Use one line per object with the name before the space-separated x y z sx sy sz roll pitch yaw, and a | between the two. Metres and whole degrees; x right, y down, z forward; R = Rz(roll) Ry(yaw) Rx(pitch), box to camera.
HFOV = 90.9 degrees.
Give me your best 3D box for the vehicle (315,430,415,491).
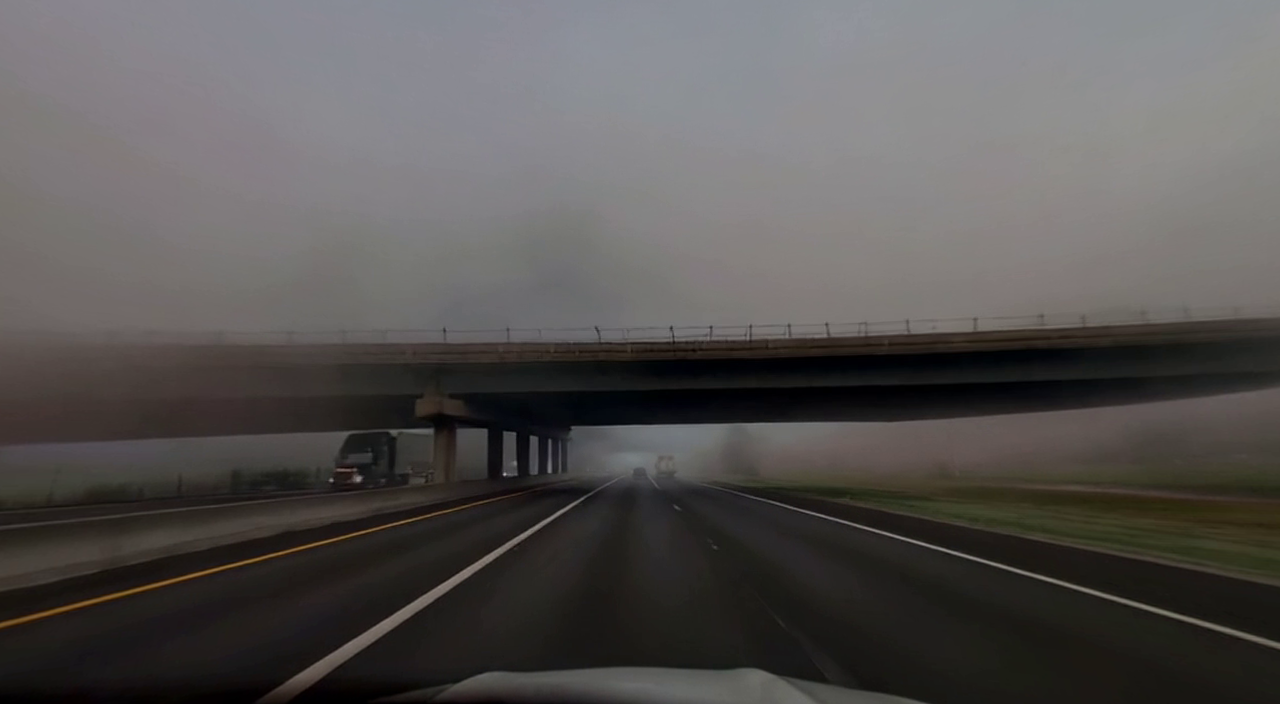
vehicle | -20.566 8.307 48.007 2.936 4.096 9.901 1 -10 0
